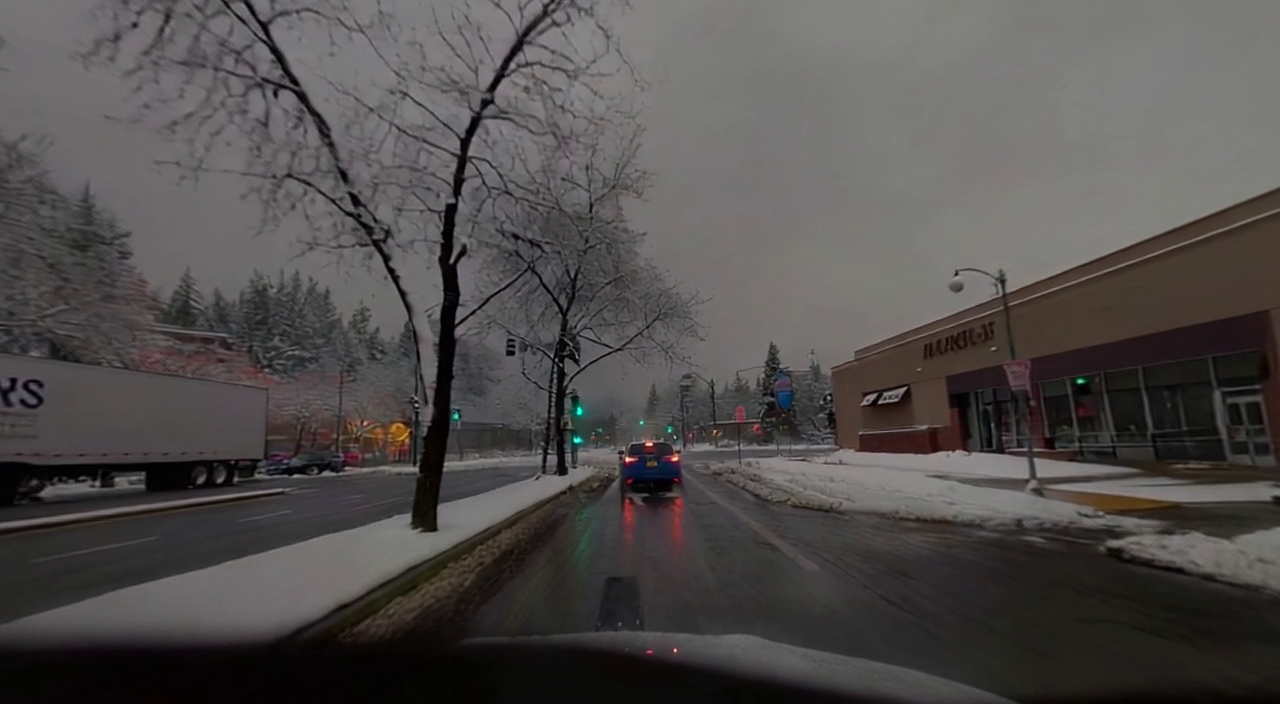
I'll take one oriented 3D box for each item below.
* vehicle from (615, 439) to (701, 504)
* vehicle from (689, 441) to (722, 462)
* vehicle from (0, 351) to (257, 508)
[{"bbox_3d":[0.501,3.064,16.626,2.006,1.470,3.799,-1,-8,3],"label":"vehicle"},{"bbox_3d":[4.906,7.329,46.689,2.012,1.468,4.169,-2,-9,11],"label":"vehicle"},{"bbox_3d":[-17.433,2.224,17.926,2.792,4.025,11.784,-3,-9,20],"label":"vehicle"}]
